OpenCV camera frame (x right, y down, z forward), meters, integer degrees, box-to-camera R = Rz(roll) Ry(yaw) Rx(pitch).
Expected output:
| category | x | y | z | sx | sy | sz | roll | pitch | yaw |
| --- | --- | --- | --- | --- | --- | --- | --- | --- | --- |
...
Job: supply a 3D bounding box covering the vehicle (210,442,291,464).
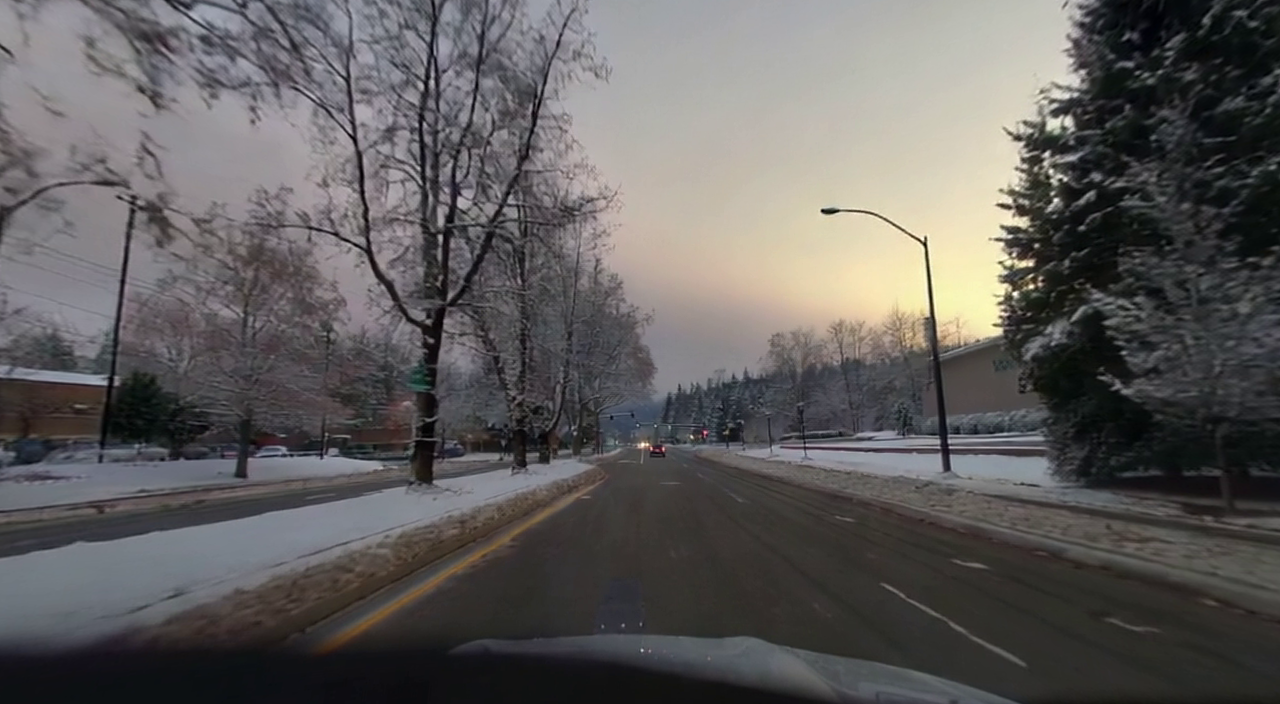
| category | x | y | z | sx | sy | sz | roll | pitch | yaw |
| --- | --- | --- | --- | --- | --- | --- | --- | --- | --- |
| vehicle | -29.851 | 7.752 | 48.431 | 4.706 | 1.457 | 1.999 | 3 | -11 | -4 |
